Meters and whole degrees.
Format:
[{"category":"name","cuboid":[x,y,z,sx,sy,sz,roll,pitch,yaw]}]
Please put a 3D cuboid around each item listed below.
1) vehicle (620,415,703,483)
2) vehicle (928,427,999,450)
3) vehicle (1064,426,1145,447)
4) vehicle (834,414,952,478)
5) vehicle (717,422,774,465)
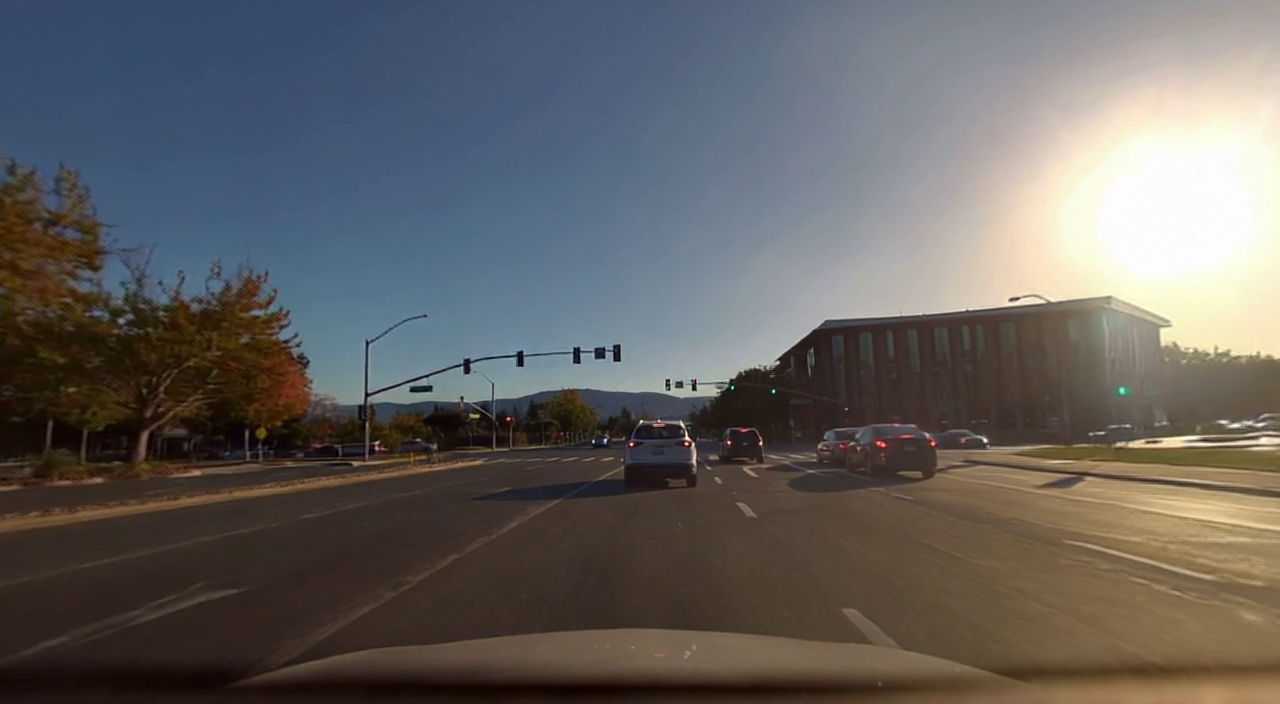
[{"category":"vehicle","cuboid":[0.677,2.904,18.943,2.211,1.795,4.179,-1,-9,3]},{"category":"vehicle","cuboid":[23.514,6.302,45.977,4.482,1.465,1.831,-3,-11,29]},{"category":"vehicle","cuboid":[34.479,6.297,47.071,4.596,1.468,1.785,-5,-10,31]},{"category":"vehicle","cuboid":[7.873,3.003,20.173,2.074,1.791,4.393,-1,-9,3]},{"category":"vehicle","cuboid":[4.698,4.199,28.800,2.188,1.774,4.646,-1,-9,5]}]
